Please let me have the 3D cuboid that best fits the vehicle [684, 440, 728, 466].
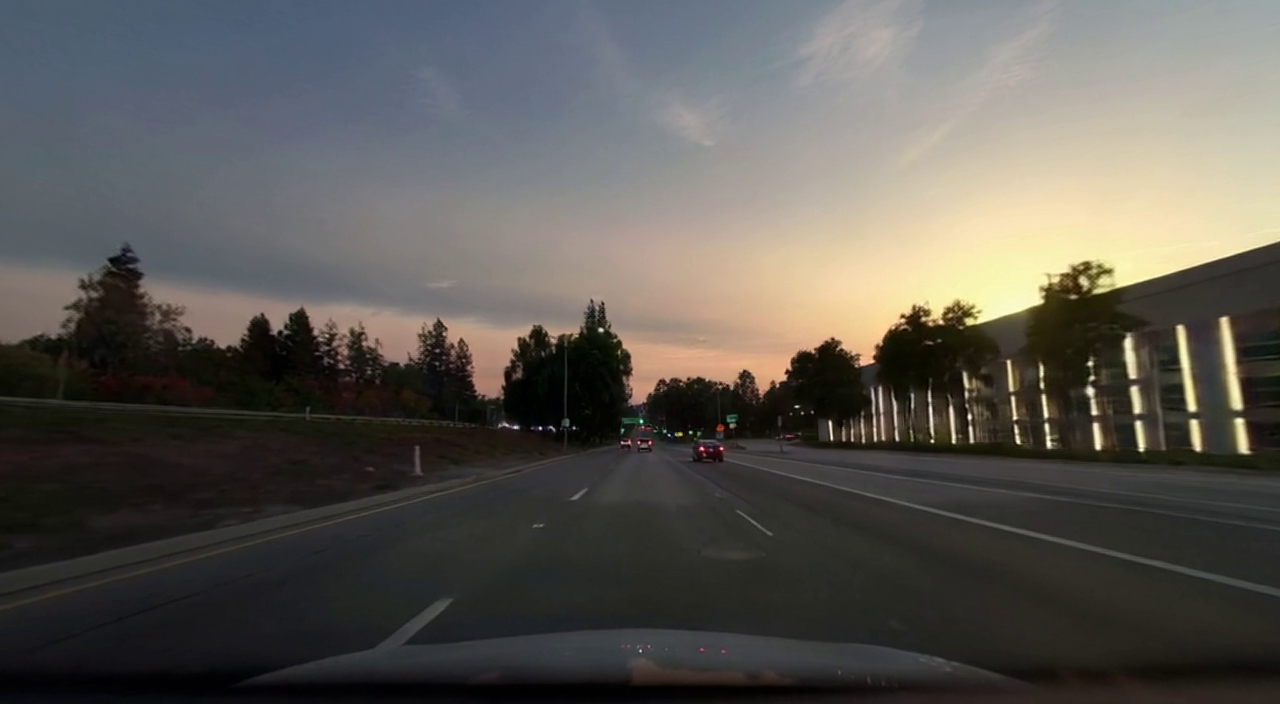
[{"bbox_3d":[3.799,5.898,37.058,2.069,1.431,4.313,0,-8,-1],"label":"vehicle"}]
